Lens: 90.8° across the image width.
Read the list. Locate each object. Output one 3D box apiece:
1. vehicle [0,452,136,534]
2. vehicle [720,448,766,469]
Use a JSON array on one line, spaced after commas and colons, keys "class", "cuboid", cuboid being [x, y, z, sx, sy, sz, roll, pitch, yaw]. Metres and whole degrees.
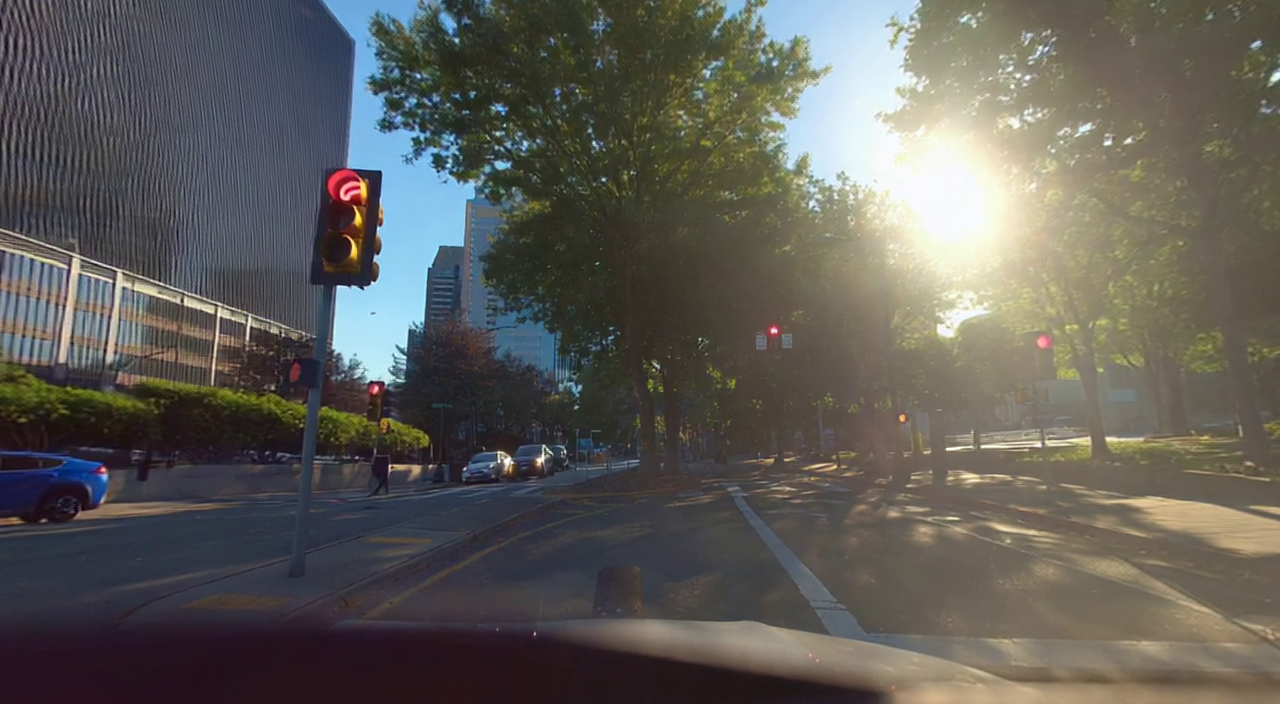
[{"class": "vehicle", "cuboid": [-12.858, 2.715, 12.273, 4.598, 1.490, 1.816, 7, -11, -40]}, {"class": "vehicle", "cuboid": [7.858, 8.123, 48.418, 1.829, 1.440, 4.384, 2, -9, -14]}]
